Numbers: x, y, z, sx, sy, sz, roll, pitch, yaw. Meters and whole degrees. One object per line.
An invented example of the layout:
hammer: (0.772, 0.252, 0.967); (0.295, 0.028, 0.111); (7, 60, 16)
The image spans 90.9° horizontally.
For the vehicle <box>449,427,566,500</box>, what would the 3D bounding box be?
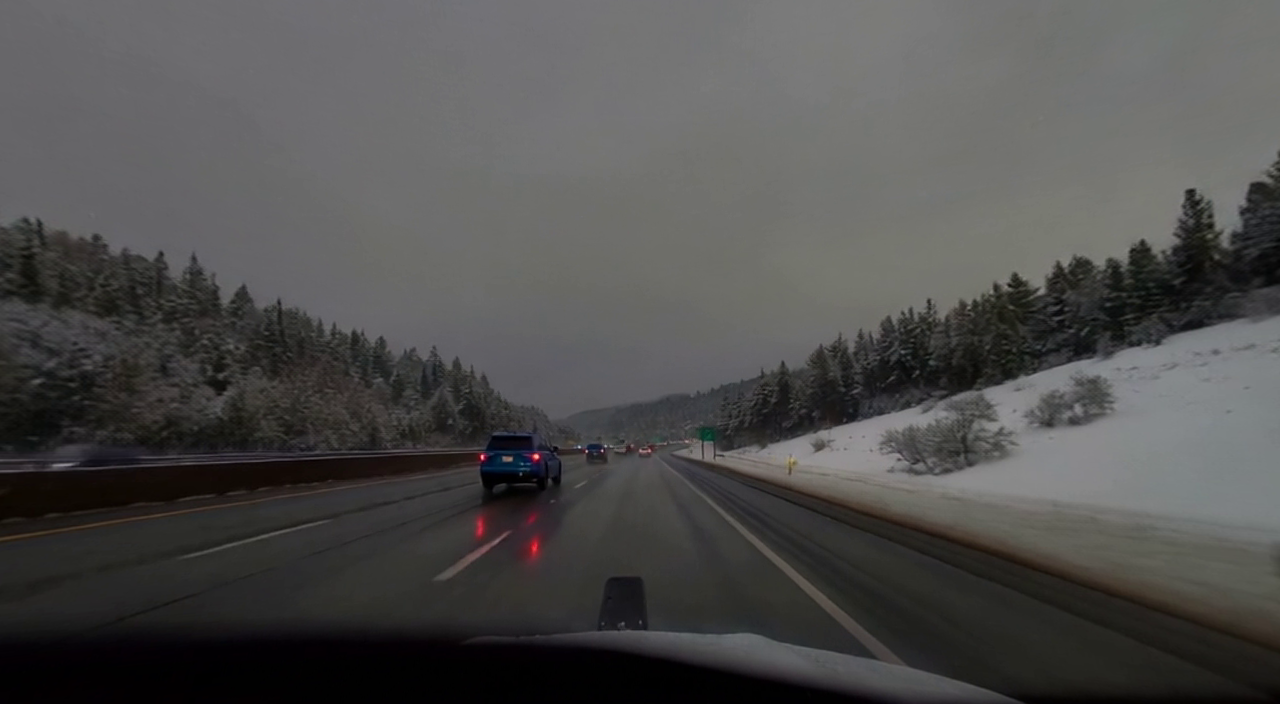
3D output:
vehicle: (-3.426, 2.978, 17.290); (2.138, 1.718, 4.415); (0, -8, 1)
